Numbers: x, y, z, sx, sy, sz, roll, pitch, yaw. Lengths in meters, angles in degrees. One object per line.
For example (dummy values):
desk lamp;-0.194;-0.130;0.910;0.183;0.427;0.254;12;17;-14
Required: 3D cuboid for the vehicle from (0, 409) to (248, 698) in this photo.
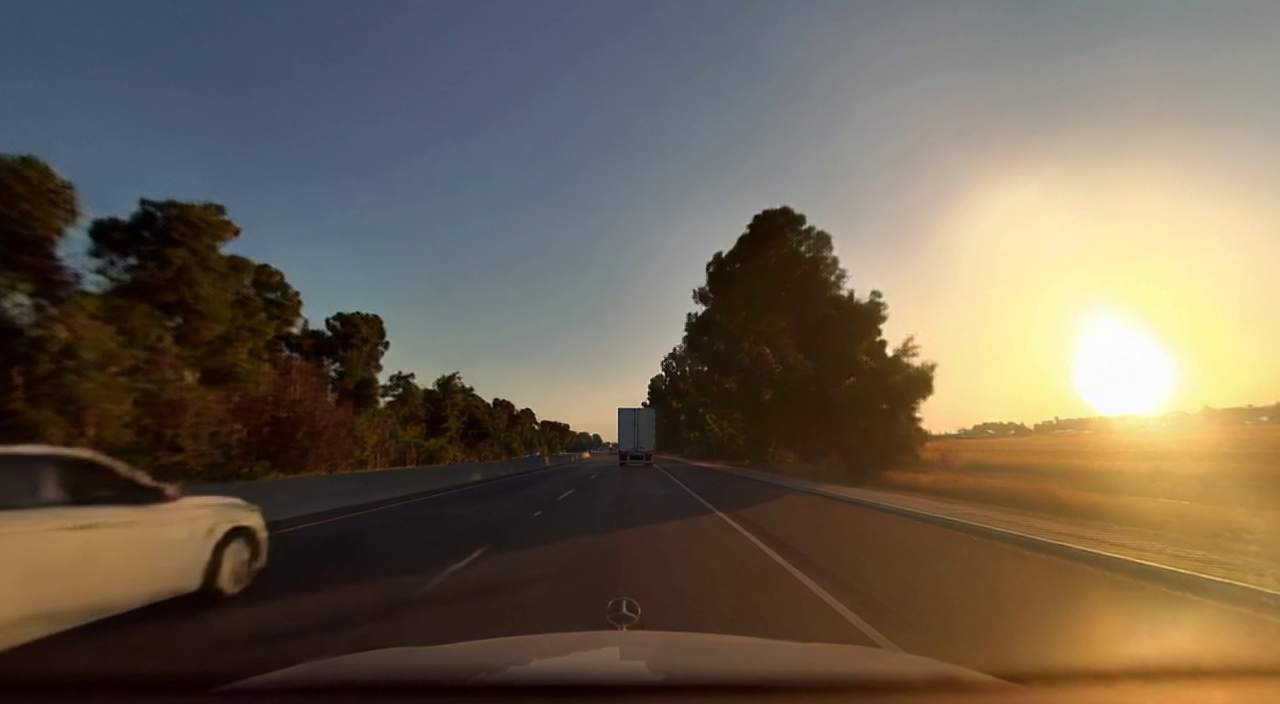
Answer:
vehicle;-4.319;1.071;3.400;1.937;1.493;3.779;0;-9;0
